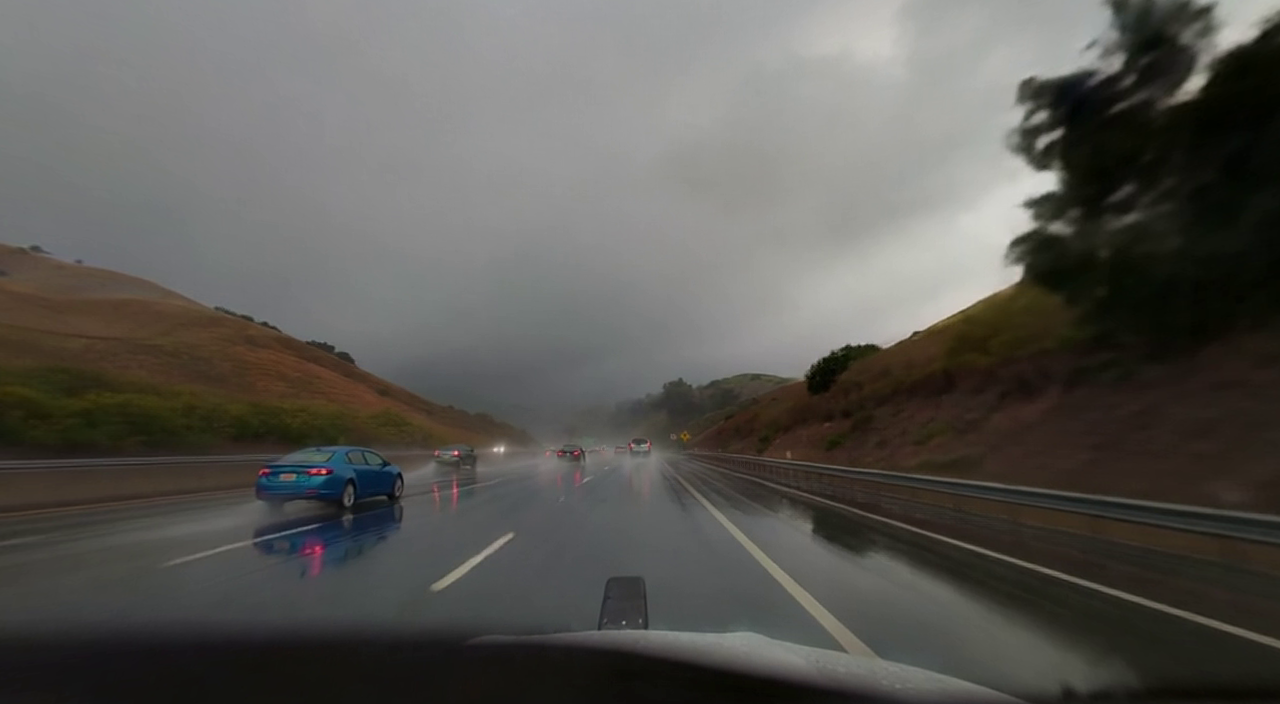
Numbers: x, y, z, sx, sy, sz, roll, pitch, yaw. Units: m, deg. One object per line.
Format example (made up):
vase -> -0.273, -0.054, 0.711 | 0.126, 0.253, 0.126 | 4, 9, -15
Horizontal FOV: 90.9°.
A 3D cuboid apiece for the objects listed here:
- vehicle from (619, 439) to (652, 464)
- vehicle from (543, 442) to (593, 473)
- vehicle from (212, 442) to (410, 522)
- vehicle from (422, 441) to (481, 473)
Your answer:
vehicle -> -0.336, 6.989, 44.654 | 2.225, 1.674, 4.044 | 0, -8, -1
vehicle -> -3.841, 5.703, 34.449 | 2.144, 1.505, 4.649 | 0, -8, 0
vehicle -> -6.860, 2.709, 13.811 | 1.991, 1.441, 4.265 | 0, -8, 1
vehicle -> -11.061, 6.142, 37.322 | 2.025, 1.750, 4.505 | 0, -8, 1
